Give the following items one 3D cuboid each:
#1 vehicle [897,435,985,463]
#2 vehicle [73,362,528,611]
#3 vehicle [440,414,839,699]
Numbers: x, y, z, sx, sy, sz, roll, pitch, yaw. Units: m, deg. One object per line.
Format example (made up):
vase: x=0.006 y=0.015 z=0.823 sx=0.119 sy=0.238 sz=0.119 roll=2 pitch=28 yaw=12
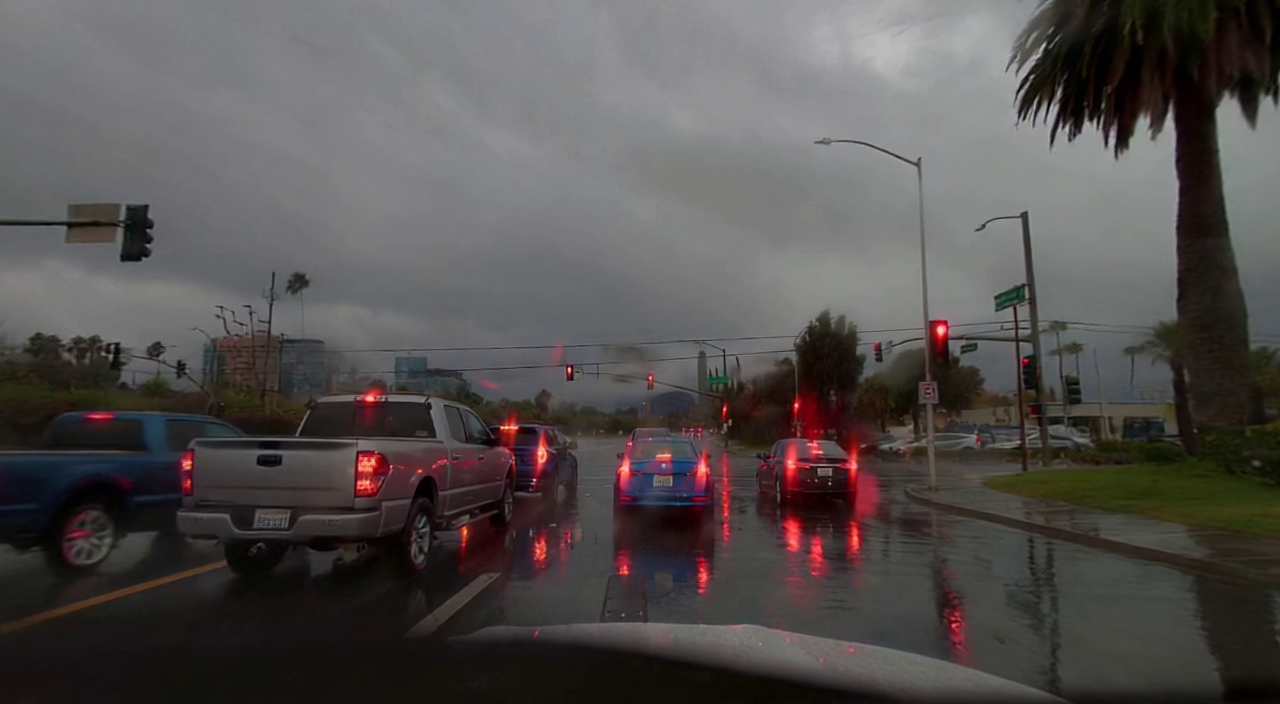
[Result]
vehicle: x=18.787 y=6.070 z=39.295 sx=4.466 sy=1.717 sz=1.963 roll=0 pitch=-8 yaw=2
vehicle: x=-3.241 y=1.479 z=7.901 sx=2.330 sy=1.969 sz=5.626 roll=-1 pitch=-8 yaw=3
vehicle: x=0.025 y=1.399 z=5.497 sx=2.122 sy=1.501 sz=4.152 roll=0 pitch=-8 yaw=1
